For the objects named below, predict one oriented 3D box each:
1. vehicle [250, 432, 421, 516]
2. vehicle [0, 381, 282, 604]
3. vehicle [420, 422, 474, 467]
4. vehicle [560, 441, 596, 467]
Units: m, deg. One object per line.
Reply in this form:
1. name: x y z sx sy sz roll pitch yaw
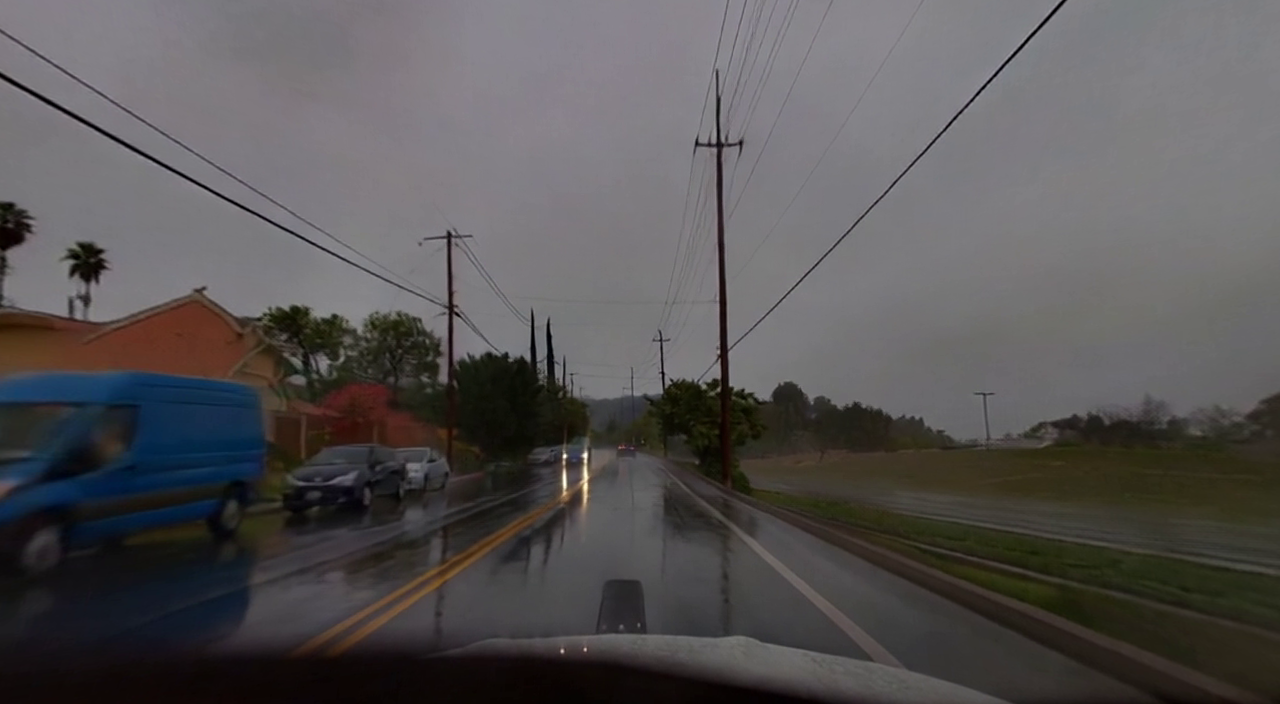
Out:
1. vehicle: -7.276 2.984 15.736 1.920 1.681 4.490 3 -10 0
2. vehicle: -7.387 1.676 8.227 2.335 2.136 5.328 0 -8 -1
3. vehicle: -12.040 5.845 39.896 2.451 2.641 5.869 1 -9 -9
4. vehicle: -4.234 7.085 44.036 2.103 1.690 4.508 0 -9 -1
